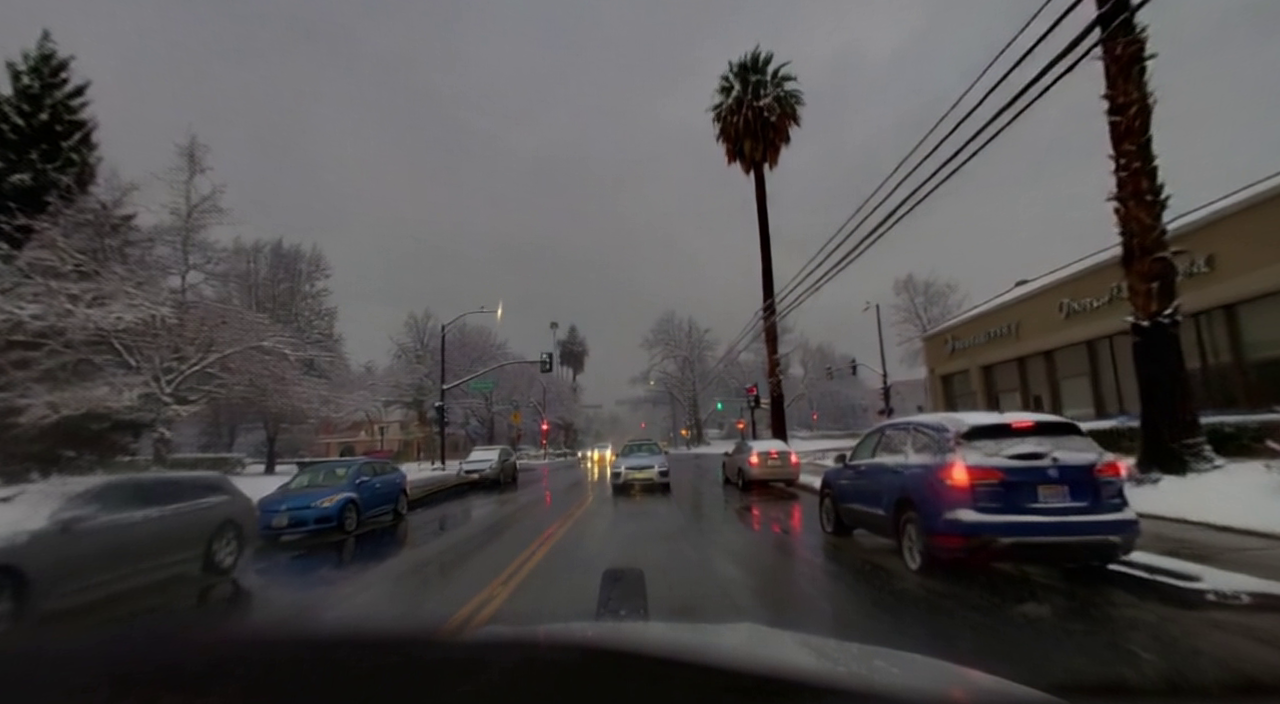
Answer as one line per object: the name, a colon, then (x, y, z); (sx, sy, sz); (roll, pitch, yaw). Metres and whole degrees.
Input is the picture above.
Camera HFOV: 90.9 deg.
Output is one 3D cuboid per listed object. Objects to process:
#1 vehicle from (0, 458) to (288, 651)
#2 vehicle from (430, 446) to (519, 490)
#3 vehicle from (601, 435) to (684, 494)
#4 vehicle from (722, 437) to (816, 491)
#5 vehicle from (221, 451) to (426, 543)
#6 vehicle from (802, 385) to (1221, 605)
vehicle: (-6.123, 1.941, 6.774); (1.874, 1.472, 4.668); (0, -8, 2)
vehicle: (-6.228, 4.410, 24.418); (2.105, 1.469, 4.693); (0, -8, 1)
vehicle: (0.056, 3.100, 17.722); (2.060, 1.452, 4.078); (0, -8, 0)
vehicle: (3.680, 3.273, 18.830); (1.821, 1.417, 4.454); (0, -8, -1)
vehicle: (-6.131, 2.810, 12.963); (1.850, 1.482, 4.454); (0, -8, 1)
vehicle: (3.697, 1.539, 7.815); (2.099, 1.786, 5.198); (0, -8, 1)
